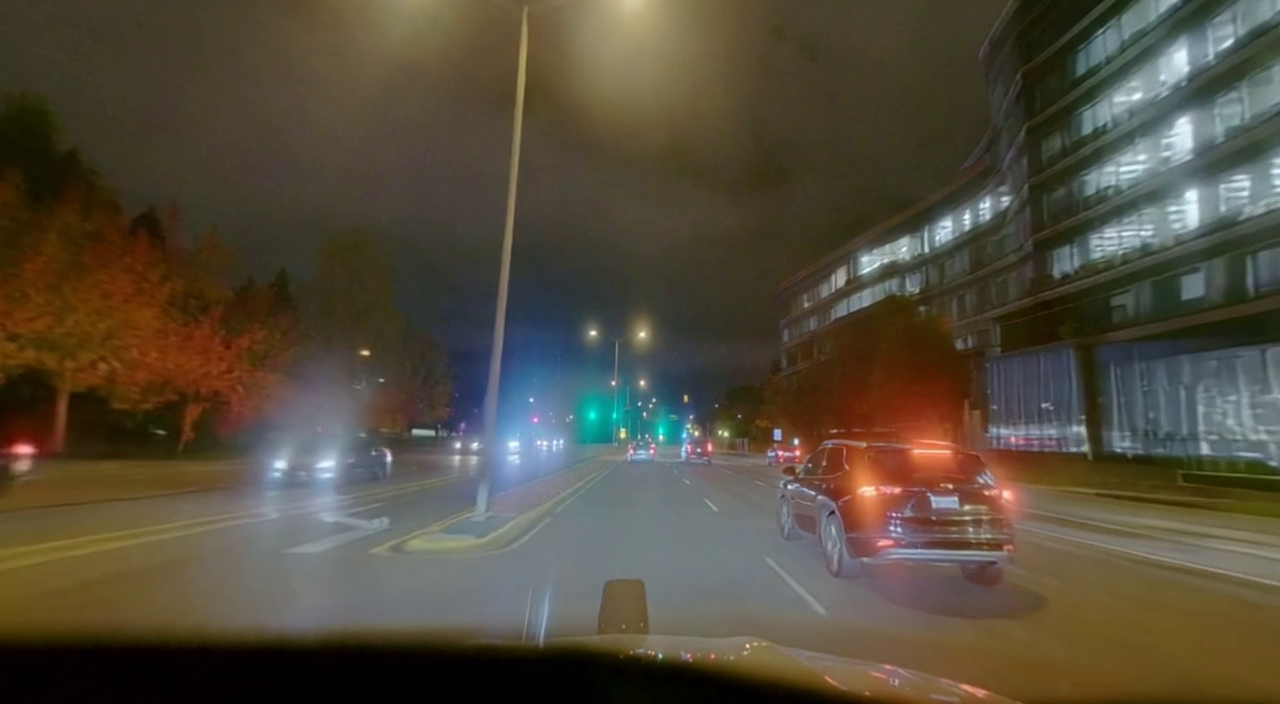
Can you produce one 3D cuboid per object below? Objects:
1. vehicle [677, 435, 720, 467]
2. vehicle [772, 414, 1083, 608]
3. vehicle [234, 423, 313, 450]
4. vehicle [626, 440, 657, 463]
[{"bbox_3d":[3.567,6.104,39.121,2.154,1.844,4.634,0,-8,-1],"label":"vehicle"},{"bbox_3d":[2.969,1.696,7.592,1.901,1.634,3.896,2,-8,0],"label":"vehicle"},{"bbox_3d":[-26.740,6.234,46.253,2.149,1.809,5.973,1,-9,0],"label":"vehicle"},{"bbox_3d":[0.084,6.670,42.459,1.991,1.477,3.814,0,-8,1],"label":"vehicle"}]
